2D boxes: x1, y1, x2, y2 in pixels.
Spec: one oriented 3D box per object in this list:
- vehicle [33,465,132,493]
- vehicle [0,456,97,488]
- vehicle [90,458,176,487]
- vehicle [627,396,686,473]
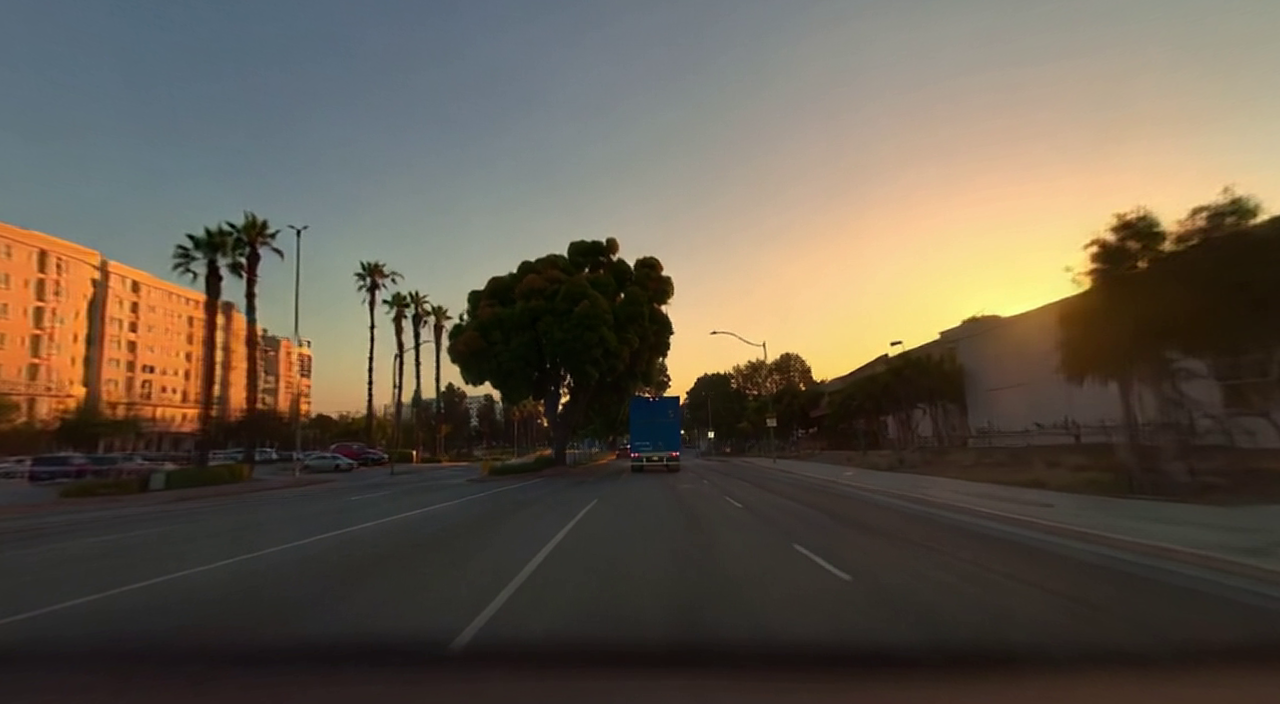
[{"bbox_3d":[-34.207,7.771,38.574,4.296,1.513,1.825,0,-7,1],"label":"vehicle"},{"bbox_3d":[-39.090,7.872,41.248,4.931,1.941,1.888,0,-8,0],"label":"vehicle"},{"bbox_3d":[-33.539,7.957,41.588,4.128,1.603,1.853,-3,-9,1],"label":"vehicle"},{"bbox_3d":[0.740,5.135,38.254,2.992,3.949,11.815,0,-9,-1],"label":"vehicle"}]
